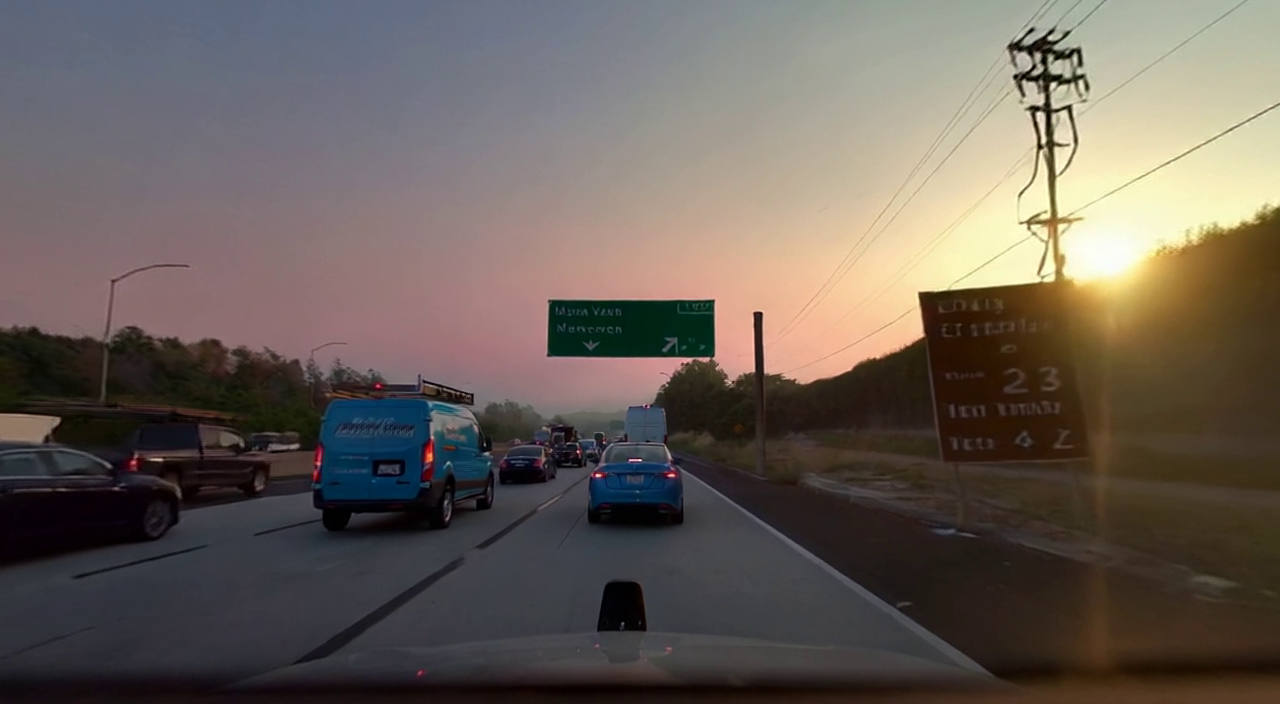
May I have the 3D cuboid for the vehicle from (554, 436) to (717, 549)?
[{"bbox_3d":[-0.051,2.087,10.056,2.054,1.421,4.090,0,-8,0],"label":"vehicle"}]

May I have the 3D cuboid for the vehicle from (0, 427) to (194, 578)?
[{"bbox_3d":[-7.406,1.565,6.660,1.933,1.506,4.504,0,-8,1],"label":"vehicle"}]

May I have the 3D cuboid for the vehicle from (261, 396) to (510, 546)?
[{"bbox_3d":[-3.812,1.890,10.556,2.142,1.952,4.556,0,-8,2],"label":"vehicle"}]
